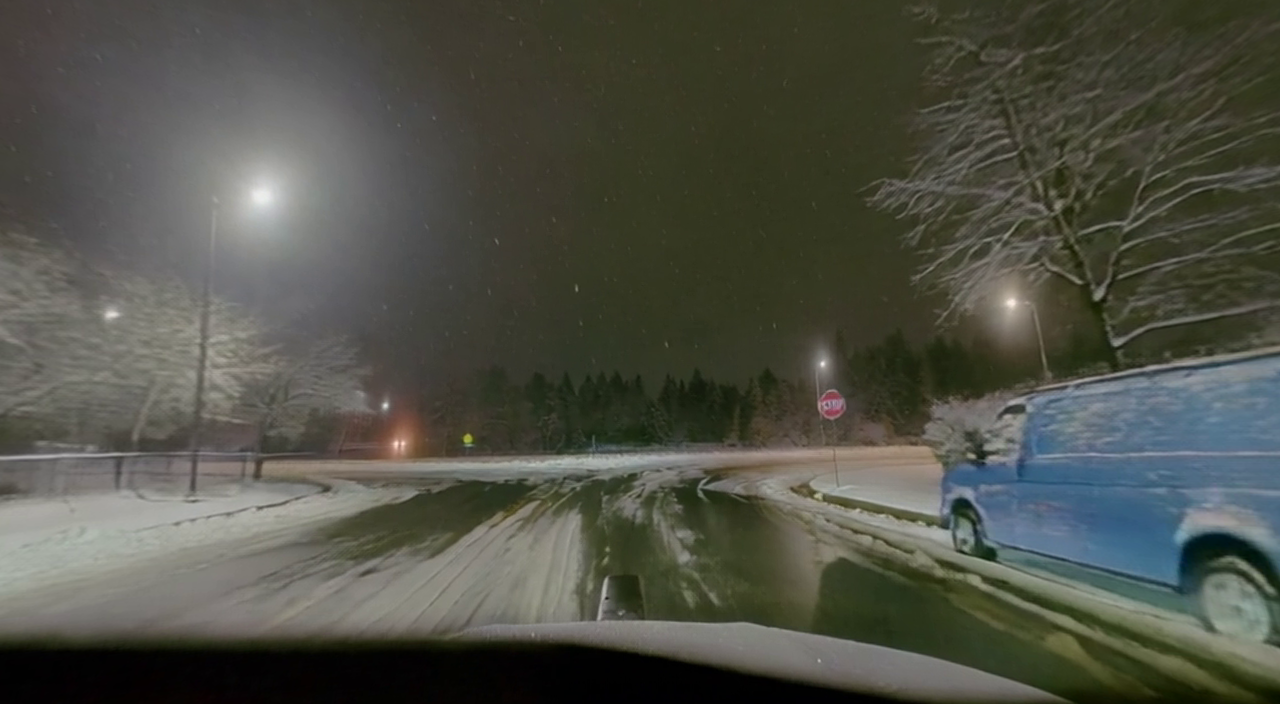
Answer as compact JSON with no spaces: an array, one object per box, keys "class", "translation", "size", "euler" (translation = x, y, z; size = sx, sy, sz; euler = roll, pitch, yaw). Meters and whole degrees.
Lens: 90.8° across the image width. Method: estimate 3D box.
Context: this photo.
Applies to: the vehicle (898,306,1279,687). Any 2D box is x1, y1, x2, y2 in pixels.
[{"class":"vehicle","translation":[5.016,1.106,5.470],"size":[2.659,2.245,5.991],"euler":[1,-8,-4]}]
